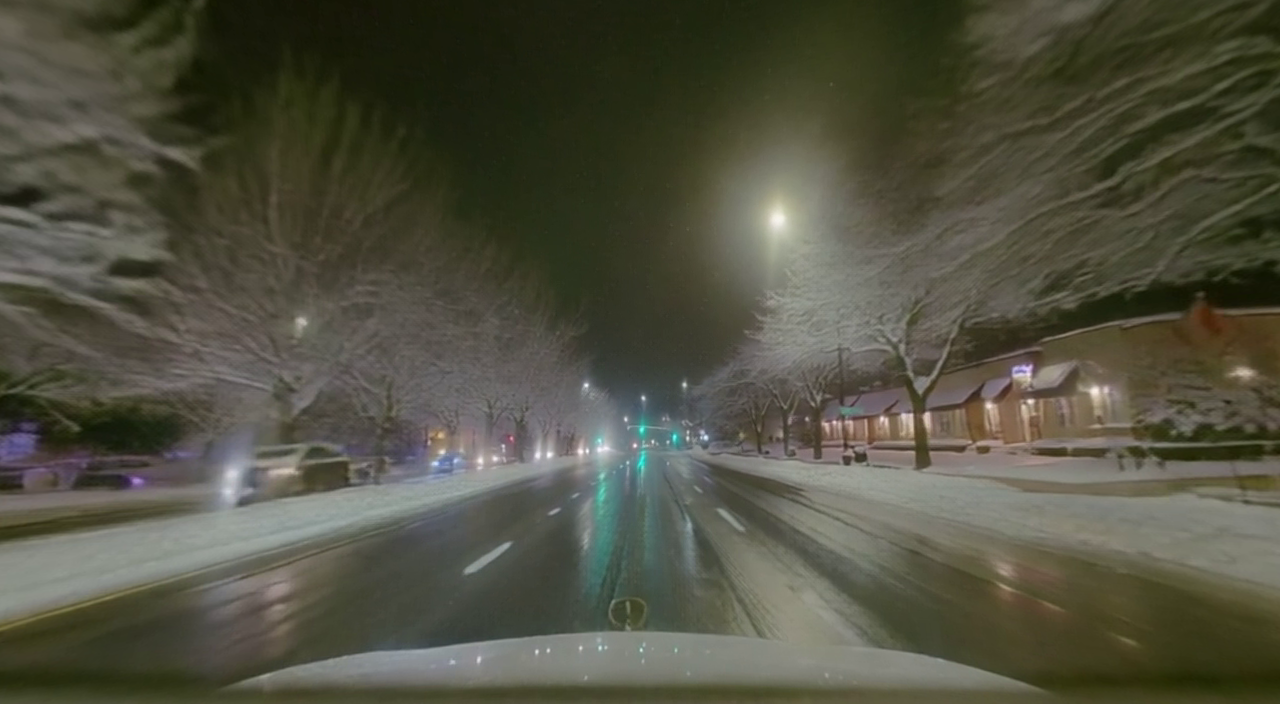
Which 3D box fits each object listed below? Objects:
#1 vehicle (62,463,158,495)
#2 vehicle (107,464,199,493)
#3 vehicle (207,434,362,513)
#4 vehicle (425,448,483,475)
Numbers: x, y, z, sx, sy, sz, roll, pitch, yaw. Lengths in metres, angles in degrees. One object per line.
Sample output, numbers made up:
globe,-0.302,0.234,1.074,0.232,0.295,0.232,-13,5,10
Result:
vehicle,-30.987,7.410,37.041,1.903,1.517,4.497,-3,-8,-3
vehicle,-28.585,7.413,37.180,1.865,1.391,4.516,0,-8,0
vehicle,-9.445,3.225,17.251,2.012,1.756,4.268,-3,-8,-4
vehicle,-11.408,6.719,39.025,2.070,1.500,4.724,-2,-8,1
